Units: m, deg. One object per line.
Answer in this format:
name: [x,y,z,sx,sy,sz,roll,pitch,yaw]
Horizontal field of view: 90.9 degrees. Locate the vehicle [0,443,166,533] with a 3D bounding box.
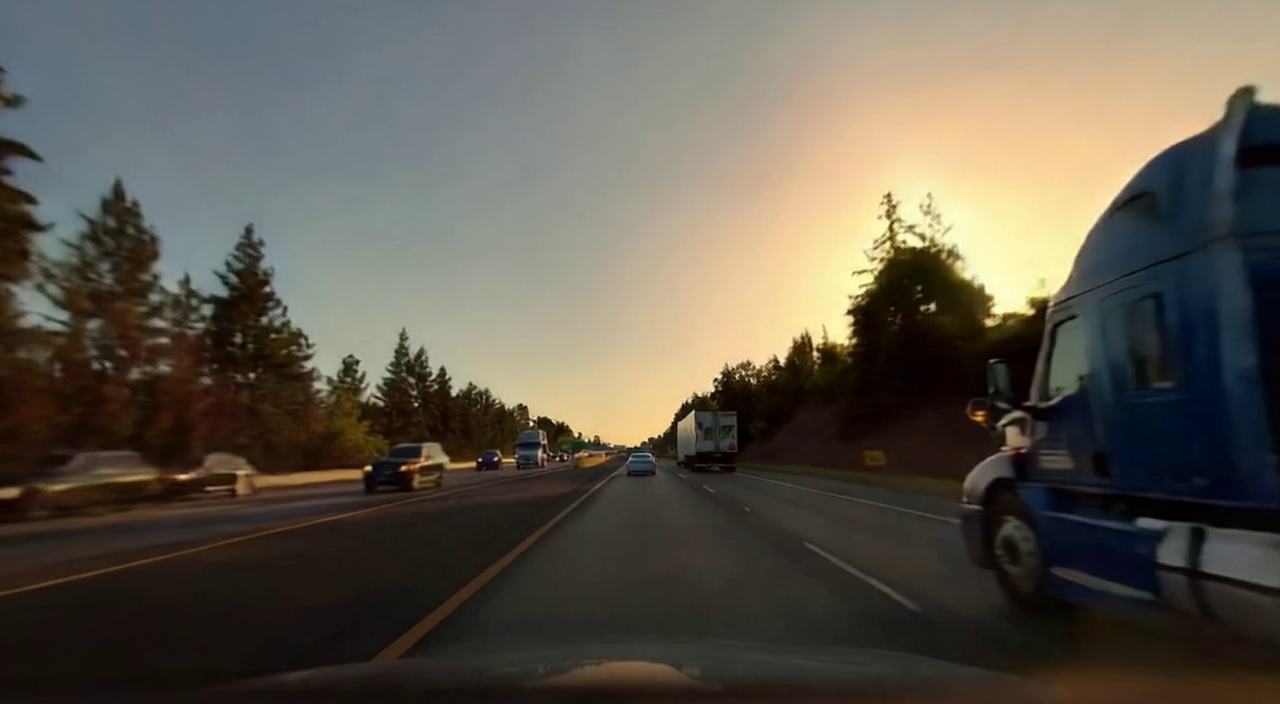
vehicle: [-12.403,2.686,12.810,1.922,1.586,4.633,0,-9,0]

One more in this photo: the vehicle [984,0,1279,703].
vehicle: [4.461,-0.273,2.091,3.041,3.923,6.030,0,-9,0]

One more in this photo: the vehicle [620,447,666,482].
vehicle: [0.131,5.104,28.835,1.939,1.495,3.612,0,-9,0]

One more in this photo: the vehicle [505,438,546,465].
vehicle: [-7.772,6.793,43.110,1.952,1.755,4.079,0,-9,0]

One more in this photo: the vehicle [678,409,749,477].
vehicle: [4.408,5.938,40.728,2.885,3.679,12.102,0,-9,-1]

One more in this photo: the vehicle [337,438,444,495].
vehicle: [-8.229,3.807,21.180,2.028,1.702,3.667,0,-9,1]
